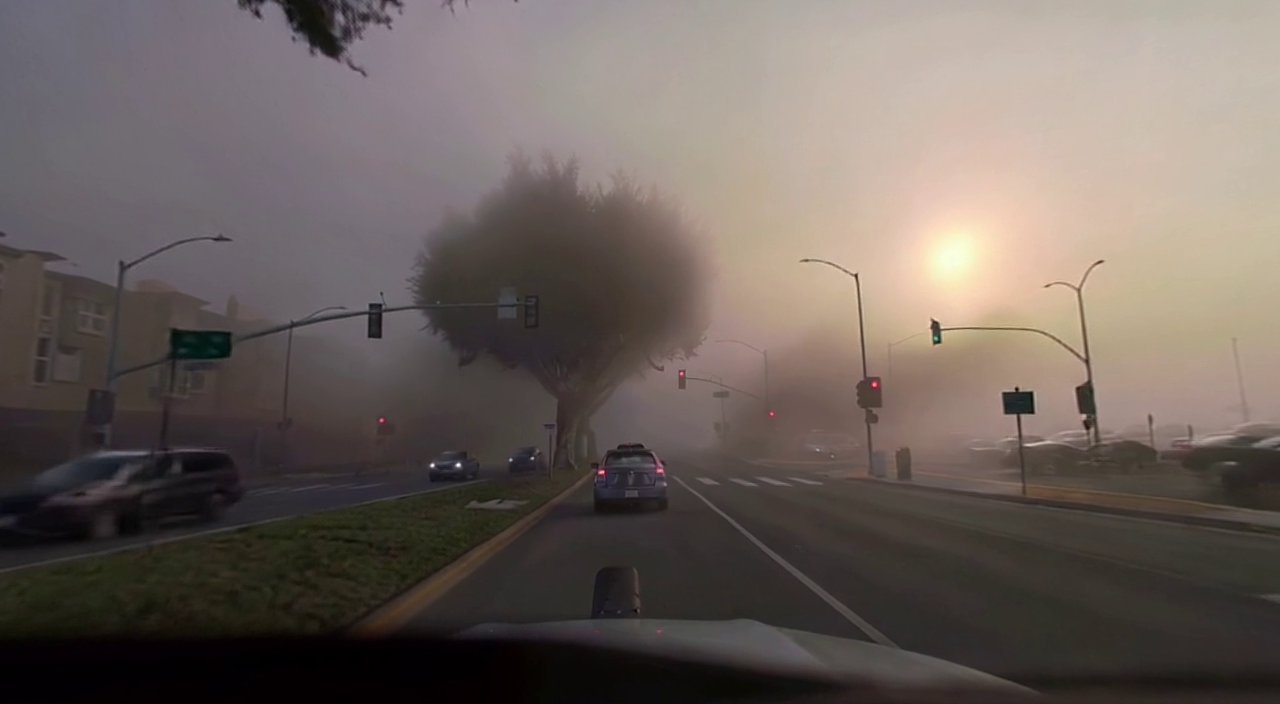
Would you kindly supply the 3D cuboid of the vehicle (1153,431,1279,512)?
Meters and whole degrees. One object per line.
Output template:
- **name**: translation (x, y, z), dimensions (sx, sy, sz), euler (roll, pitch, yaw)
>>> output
- **vehicle**: translation (13.088, 2.403, 12.878), dimensions (1.859, 1.525, 3.948), euler (0, -9, 1)

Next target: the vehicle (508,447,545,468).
- **vehicle**: translation (-8.600, 8.008, 48.003), dimensions (1.966, 1.571, 4.479), euler (0, -9, 1)

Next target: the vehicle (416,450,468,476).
- **vehicle**: translation (-12.384, 6.956, 39.598), dimensions (1.904, 1.475, 4.068), euler (0, -9, 1)

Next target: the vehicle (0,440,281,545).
- **vehicle**: translation (-8.710, 2.345, 11.240), dimensions (1.994, 1.474, 4.411), euler (0, -9, 0)

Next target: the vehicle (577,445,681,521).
- **vehicle**: translation (-0.270, 2.850, 14.288), dimensions (2.010, 1.447, 4.121), euler (0, -9, -1)

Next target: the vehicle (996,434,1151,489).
- **vehicle**: translation (13.072, 3.312, 19.336), dimensions (1.887, 1.504, 3.898), euler (0, -9, -2)
